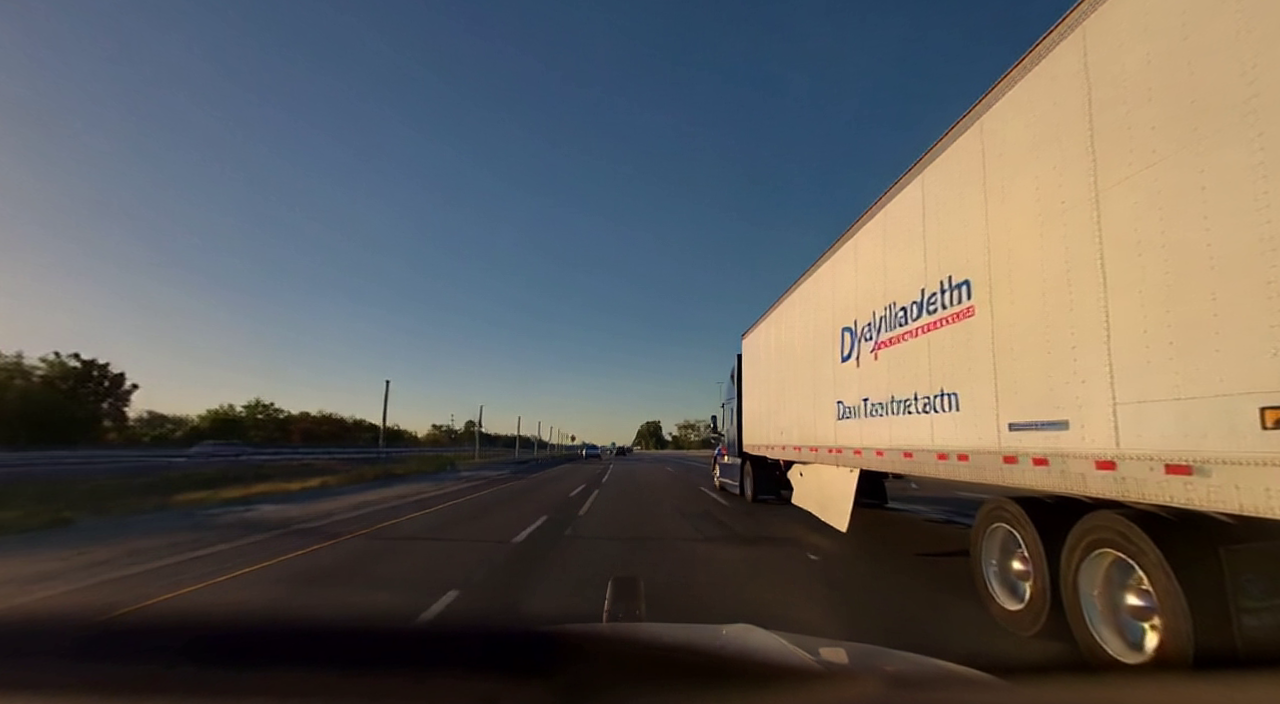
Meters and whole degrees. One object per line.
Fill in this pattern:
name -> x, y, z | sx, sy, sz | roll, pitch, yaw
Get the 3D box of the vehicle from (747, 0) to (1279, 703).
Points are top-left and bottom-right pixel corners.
vehicle -> 3.953, 0.534, 8.473 | 2.962, 4.132, 12.720 | 0, -8, 1
